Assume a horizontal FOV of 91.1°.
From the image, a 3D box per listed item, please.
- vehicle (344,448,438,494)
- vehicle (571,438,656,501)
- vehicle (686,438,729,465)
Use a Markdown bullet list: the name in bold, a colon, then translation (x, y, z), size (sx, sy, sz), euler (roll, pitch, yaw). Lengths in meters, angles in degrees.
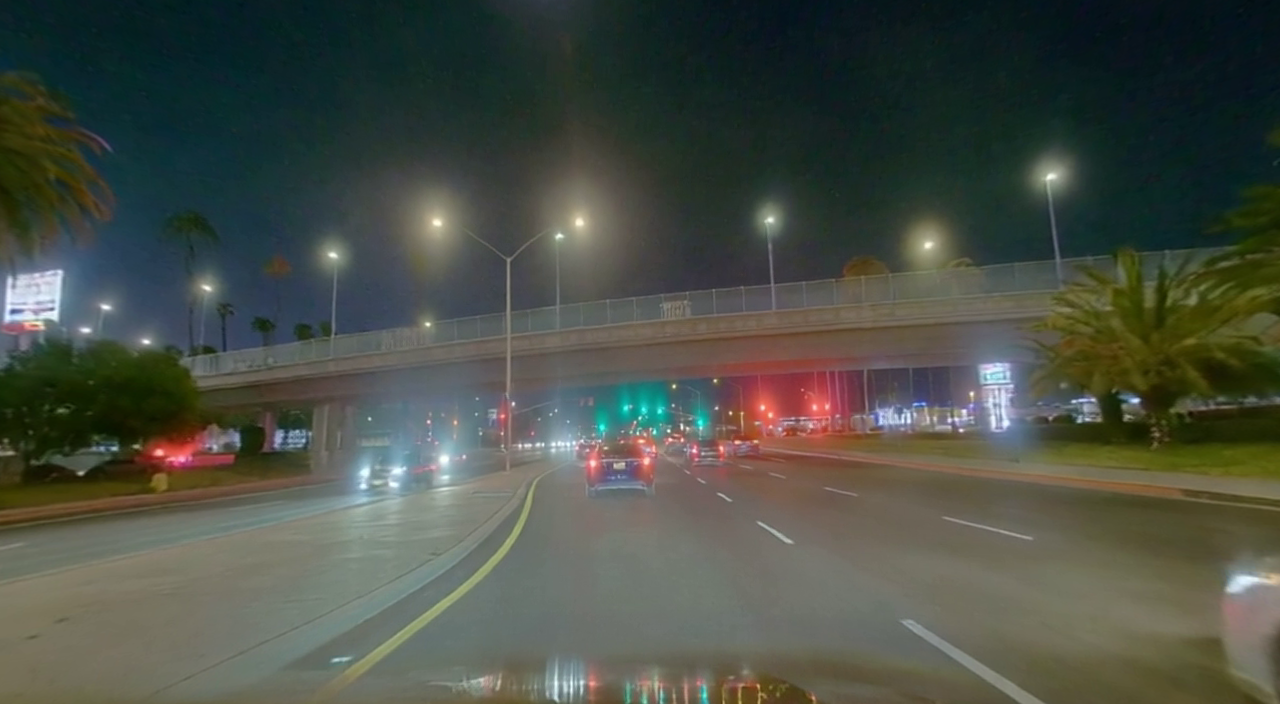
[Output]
- **vehicle**: translation (-9.627, 4.612, 24.724), size (1.937, 1.521, 4.523), euler (0, -8, -1)
- **vehicle**: translation (-0.734, 3.188, 17.611), size (2.111, 1.506, 4.018), euler (0, -8, -2)
- **vehicle**: translation (4.098, 6.140, 38.906), size (2.119, 1.509, 4.495), euler (0, -8, -1)
